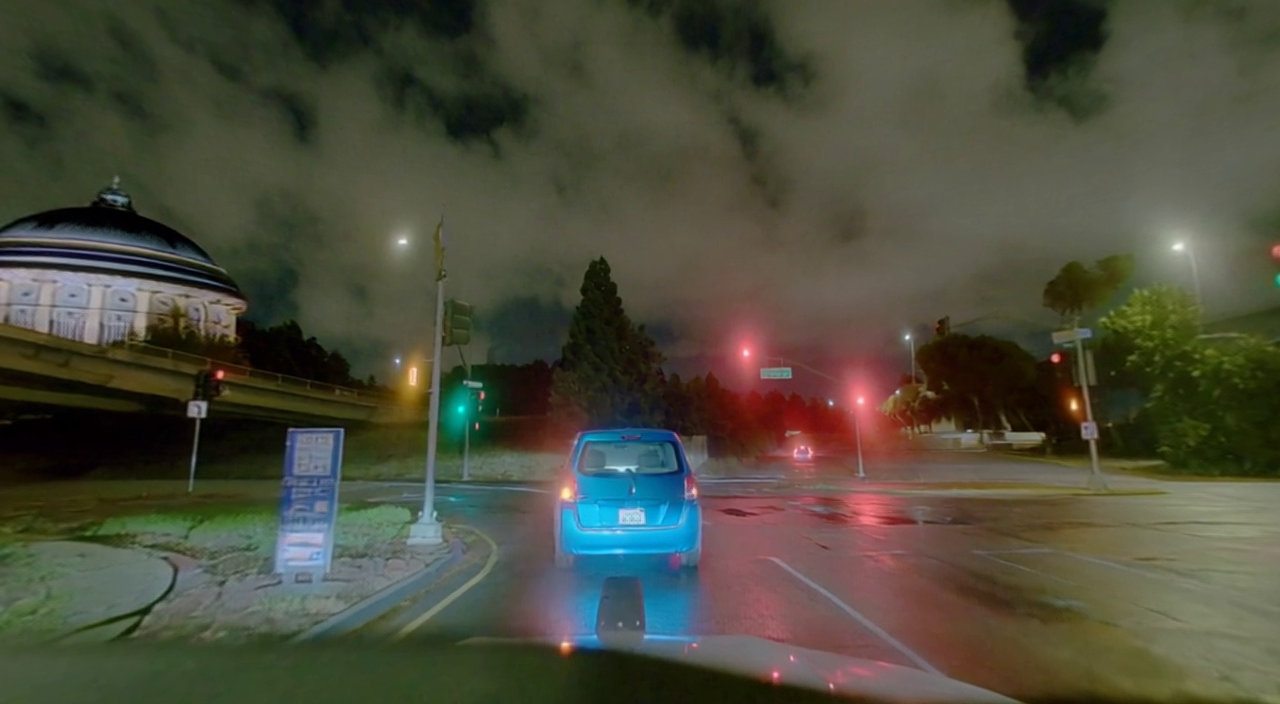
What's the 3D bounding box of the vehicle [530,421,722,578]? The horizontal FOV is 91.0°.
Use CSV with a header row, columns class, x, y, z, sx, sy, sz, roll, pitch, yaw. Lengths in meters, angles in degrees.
class,x,y,z,sx,sy,sz,roll,pitch,yaw
vehicle,-0.277,1.816,8.452,1.976,1.584,3.772,1,-9,-4
